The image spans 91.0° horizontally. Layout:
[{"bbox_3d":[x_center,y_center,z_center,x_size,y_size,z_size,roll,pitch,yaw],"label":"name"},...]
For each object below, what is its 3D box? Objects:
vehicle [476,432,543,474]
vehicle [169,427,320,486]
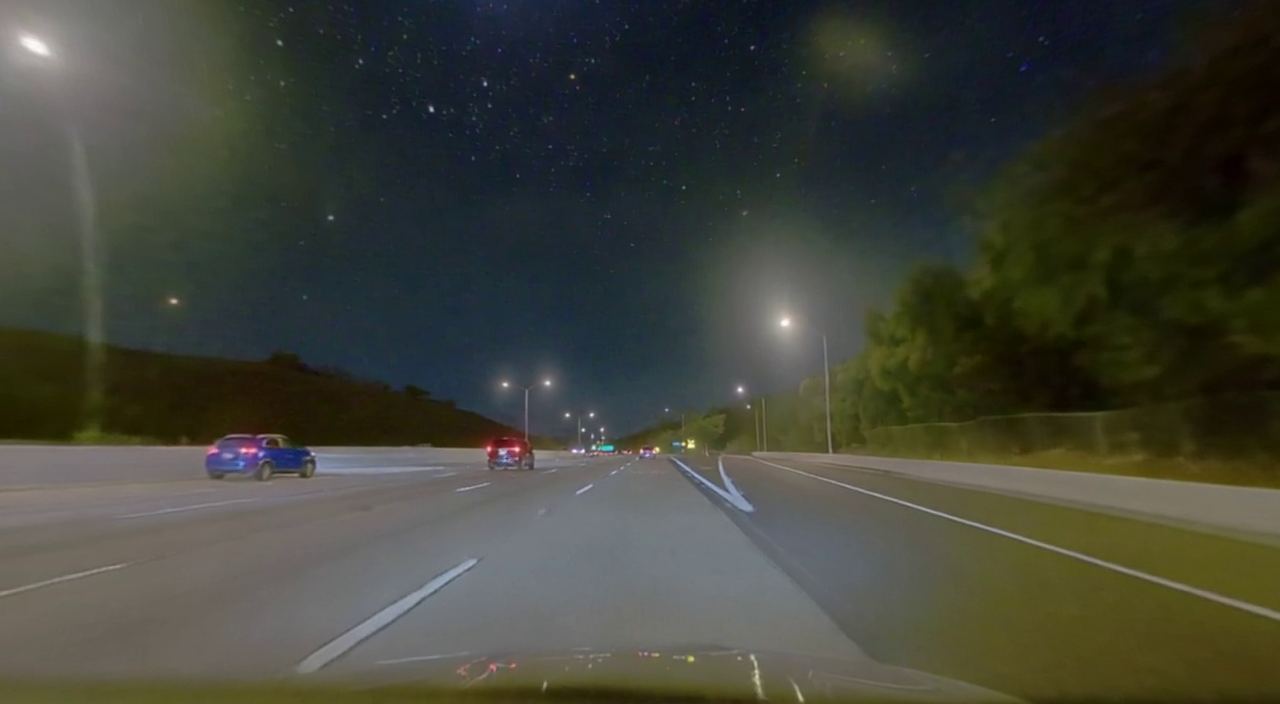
[{"bbox_3d":[-6.542,5.166,32.213,2.219,1.947,4.924,0,-9,1],"label":"vehicle"},{"bbox_3d":[-13.766,3.694,22.404,2.079,1.822,4.893,0,-9,1],"label":"vehicle"}]
